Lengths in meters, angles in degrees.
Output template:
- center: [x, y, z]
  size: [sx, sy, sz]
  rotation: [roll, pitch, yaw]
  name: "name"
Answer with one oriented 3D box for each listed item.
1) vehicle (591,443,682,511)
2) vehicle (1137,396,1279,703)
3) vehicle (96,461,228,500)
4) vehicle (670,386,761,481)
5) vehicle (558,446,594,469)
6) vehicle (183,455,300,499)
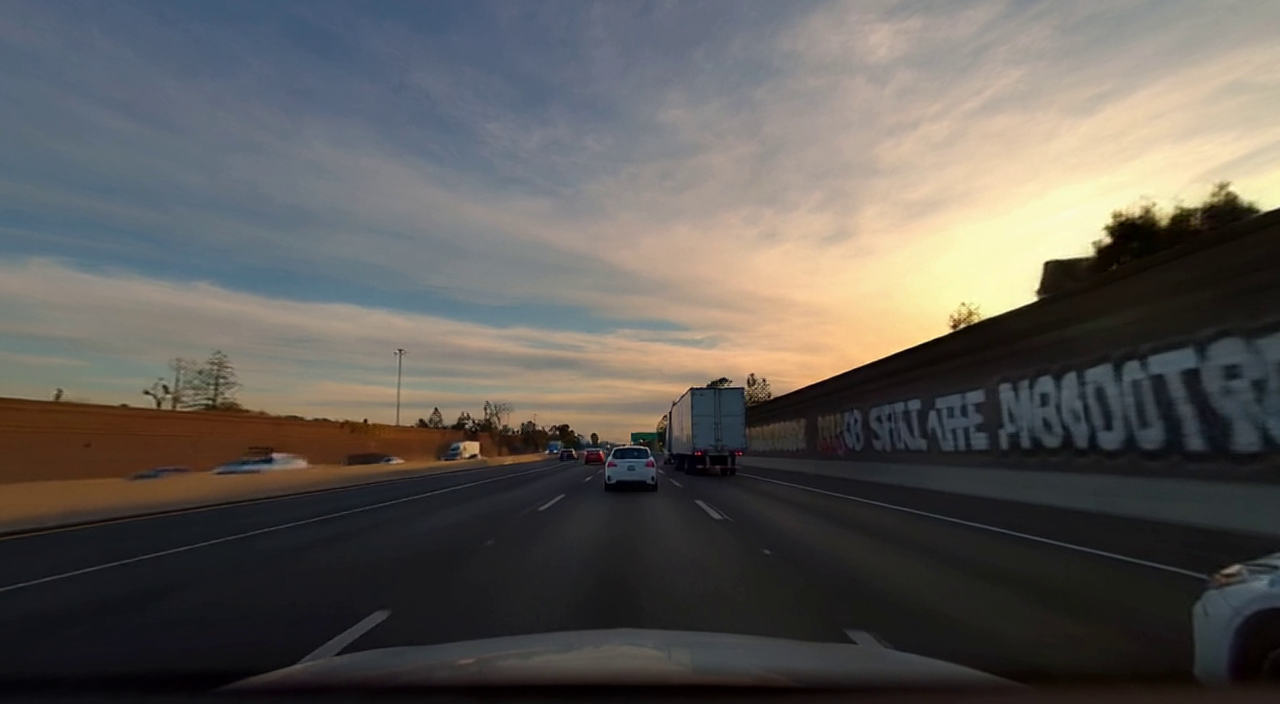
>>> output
- center: [-0.144, 3.096, 16.096]
  size: [2.033, 1.468, 4.015]
  rotation: [0, -9, -2]
  name: "vehicle"
- center: [3.400, 0.640, 0.552]
  size: [1.996, 1.497, 4.754]
  rotation: [0, -9, 0]
  name: "vehicle"
- center: [-20.875, 5.603, 27.762]
  size: [2.070, 1.453, 4.840]
  rotation: [0, -9, -1]
  name: "vehicle"
- center: [3.554, 4.526, 34.003]
  size: [2.902, 4.014, 14.446]
  rotation: [0, -9, -1]
  name: "vehicle"
- center: [-4.344, 7.240, 43.295]
  size: [2.067, 1.481, 4.085]
  rotation: [-1, -9, 0]
  name: "vehicle"
- center: [-14.951, 4.675, 23.905]
  size: [1.908, 1.458, 4.057]
  rotation: [0, -9, -3]
  name: "vehicle"
